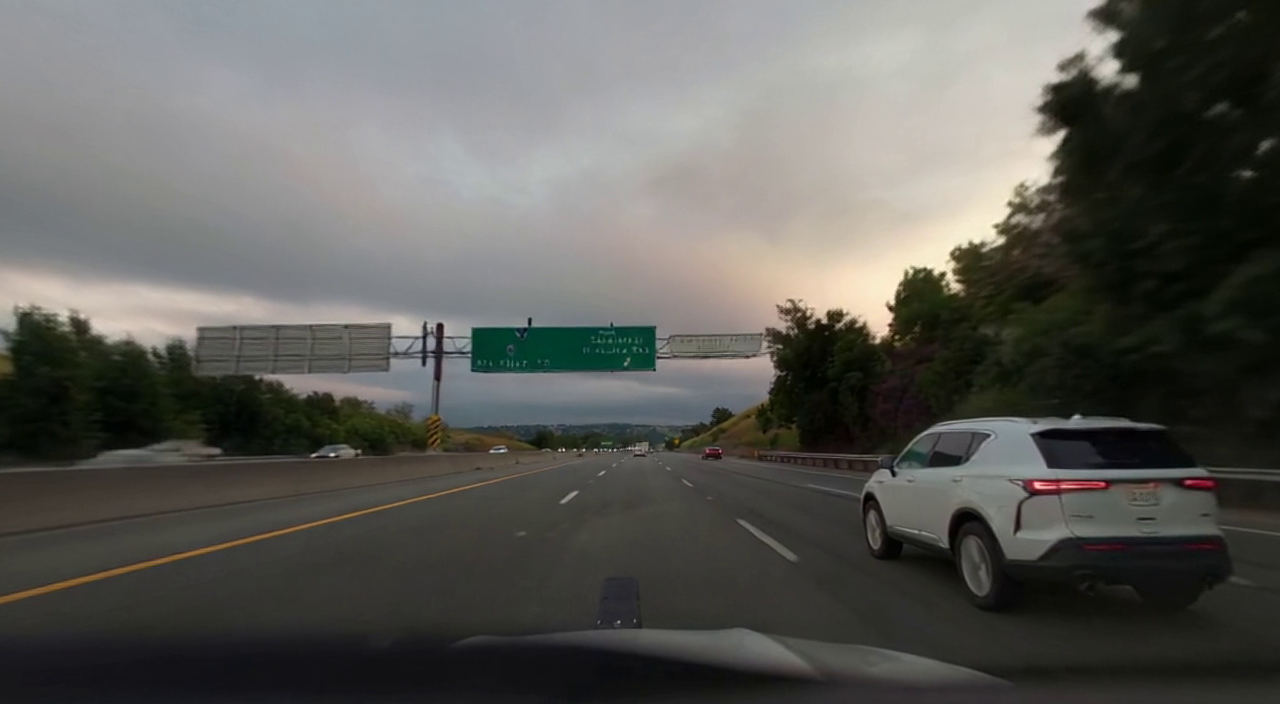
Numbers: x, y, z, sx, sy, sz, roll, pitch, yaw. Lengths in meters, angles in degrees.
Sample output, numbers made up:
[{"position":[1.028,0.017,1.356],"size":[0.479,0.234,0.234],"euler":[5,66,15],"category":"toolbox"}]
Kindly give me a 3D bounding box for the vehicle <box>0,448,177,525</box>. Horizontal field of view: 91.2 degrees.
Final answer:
[{"position":[-10.784,2.423,11.753],"size":[1.557,1.199,3.465],"euler":[0,-9,0],"category":"vehicle"}]

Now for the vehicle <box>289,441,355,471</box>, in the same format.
[{"position":[-21.959,7.213,43.557],"size":[2.017,1.959,4.838],"euler":[0,-9,0],"category":"vehicle"}]

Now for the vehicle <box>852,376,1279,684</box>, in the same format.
[{"position":[3.604,1.318,5.702],"size":[1.784,1.733,4.141],"euler":[0,-9,-1],"category":"vehicle"}]
